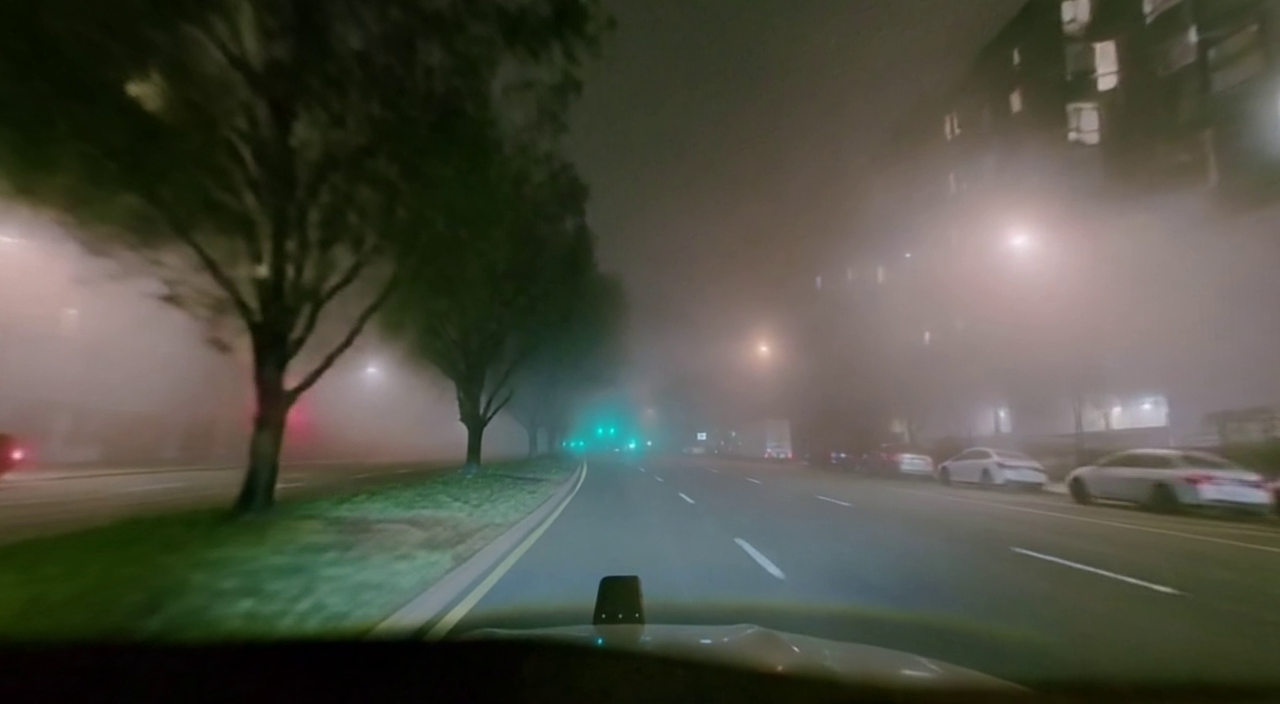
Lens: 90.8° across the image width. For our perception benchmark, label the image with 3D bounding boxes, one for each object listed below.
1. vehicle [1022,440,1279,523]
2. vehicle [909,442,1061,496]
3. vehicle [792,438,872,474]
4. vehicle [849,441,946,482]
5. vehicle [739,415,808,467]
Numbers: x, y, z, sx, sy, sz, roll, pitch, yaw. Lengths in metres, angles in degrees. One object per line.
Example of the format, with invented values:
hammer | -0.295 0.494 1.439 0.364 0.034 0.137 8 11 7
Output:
vehicle | 10.905 2.707 13.863 1.838 1.466 4.704 1 -9 -4
vehicle | 10.564 3.597 19.887 1.895 1.467 4.885 0 -9 -2
vehicle | 9.848 5.398 33.015 2.050 1.699 5.584 1 -9 -4
vehicle | 10.361 4.426 25.820 1.801 1.489 4.339 1 -9 -6
vehicle | 8.959 6.084 43.202 2.853 3.253 6.441 0 -9 -4
